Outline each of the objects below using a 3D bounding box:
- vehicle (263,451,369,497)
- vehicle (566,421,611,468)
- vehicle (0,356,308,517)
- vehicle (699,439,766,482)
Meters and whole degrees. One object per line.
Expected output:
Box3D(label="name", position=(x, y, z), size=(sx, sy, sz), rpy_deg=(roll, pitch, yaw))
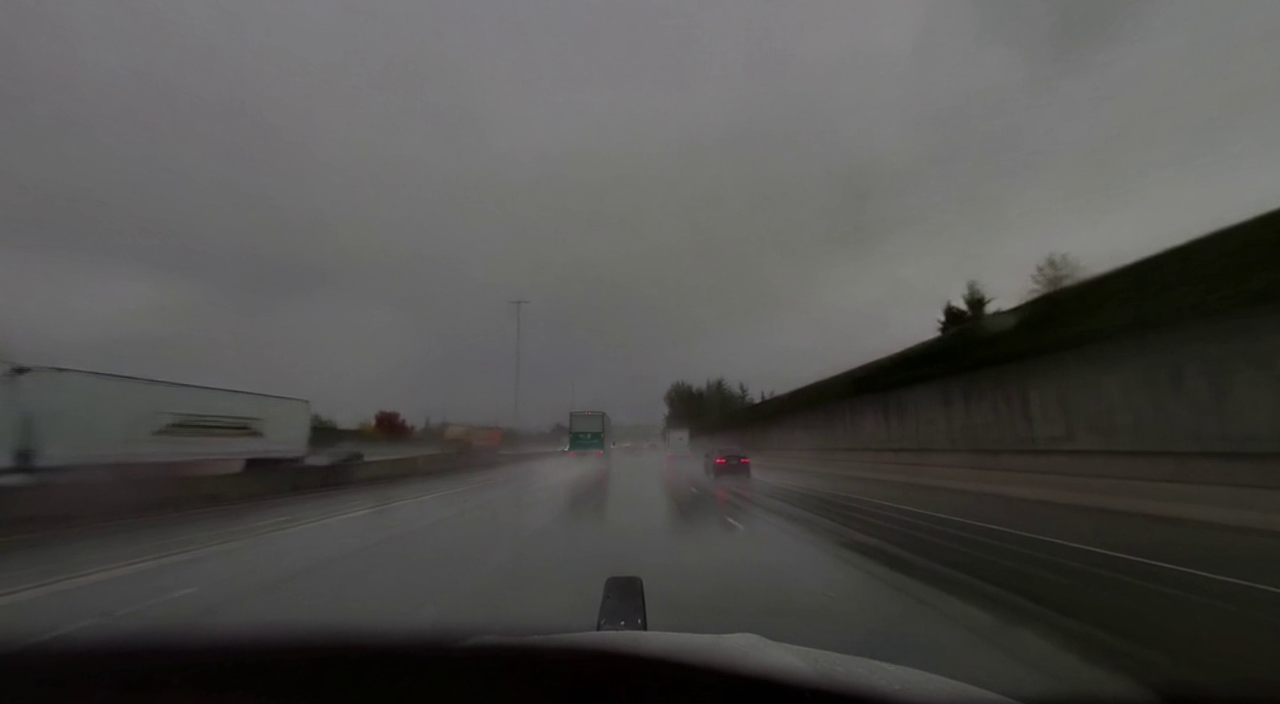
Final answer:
Box3D(label="vehicle", position=(-11.461, 4.308, 22.613), size=(1.762, 1.478, 3.882), rpy_deg=(0, -9, -1))
Box3D(label="vehicle", position=(-3.732, 6.926, 46.970), size=(2.667, 3.195, 6.731), rpy_deg=(0, -9, 1))
Box3D(label="vehicle", position=(-18.869, 3.422, 24.168), size=(3.193, 4.259, 17.218), rpy_deg=(-1, -9, -1))
Box3D(label="vehicle", position=(3.560, 4.270, 25.001), size=(1.983, 1.545, 4.038), rpy_deg=(0, -9, -1))
